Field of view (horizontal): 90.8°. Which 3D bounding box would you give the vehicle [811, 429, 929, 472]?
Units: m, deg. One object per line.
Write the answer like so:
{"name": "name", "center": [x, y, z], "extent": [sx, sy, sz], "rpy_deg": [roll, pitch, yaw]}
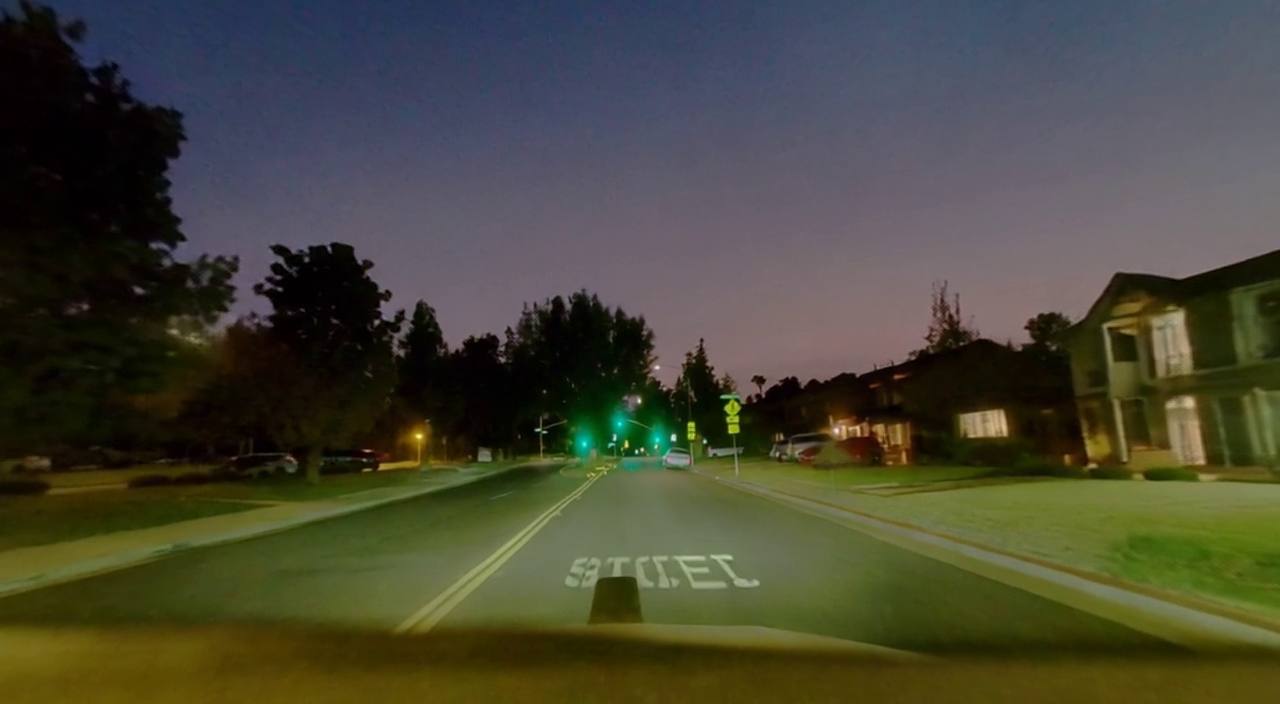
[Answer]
{"name": "vehicle", "center": [10.909, 4.710, 30.223], "extent": [4.750, 1.658, 1.902], "rpy_deg": [-4, -10, 0]}

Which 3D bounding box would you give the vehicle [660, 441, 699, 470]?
{"name": "vehicle", "center": [2.671, 7.204, 44.134], "extent": [2.221, 1.892, 5.555], "rpy_deg": [1, -9, -2]}

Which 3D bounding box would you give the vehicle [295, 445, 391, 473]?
{"name": "vehicle", "center": [-19.977, 7.213, 42.661], "extent": [2.059, 1.746, 5.388], "rpy_deg": [-8, -12, 42]}

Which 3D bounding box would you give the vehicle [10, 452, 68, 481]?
{"name": "vehicle", "center": [-36.552, 6.917, 38.370], "extent": [4.177, 1.621, 1.965], "rpy_deg": [-7, -12, 40]}

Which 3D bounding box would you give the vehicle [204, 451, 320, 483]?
{"name": "vehicle", "center": [-19.290, 5.859, 32.376], "extent": [4.691, 1.483, 1.955], "rpy_deg": [9, -12, -44]}
